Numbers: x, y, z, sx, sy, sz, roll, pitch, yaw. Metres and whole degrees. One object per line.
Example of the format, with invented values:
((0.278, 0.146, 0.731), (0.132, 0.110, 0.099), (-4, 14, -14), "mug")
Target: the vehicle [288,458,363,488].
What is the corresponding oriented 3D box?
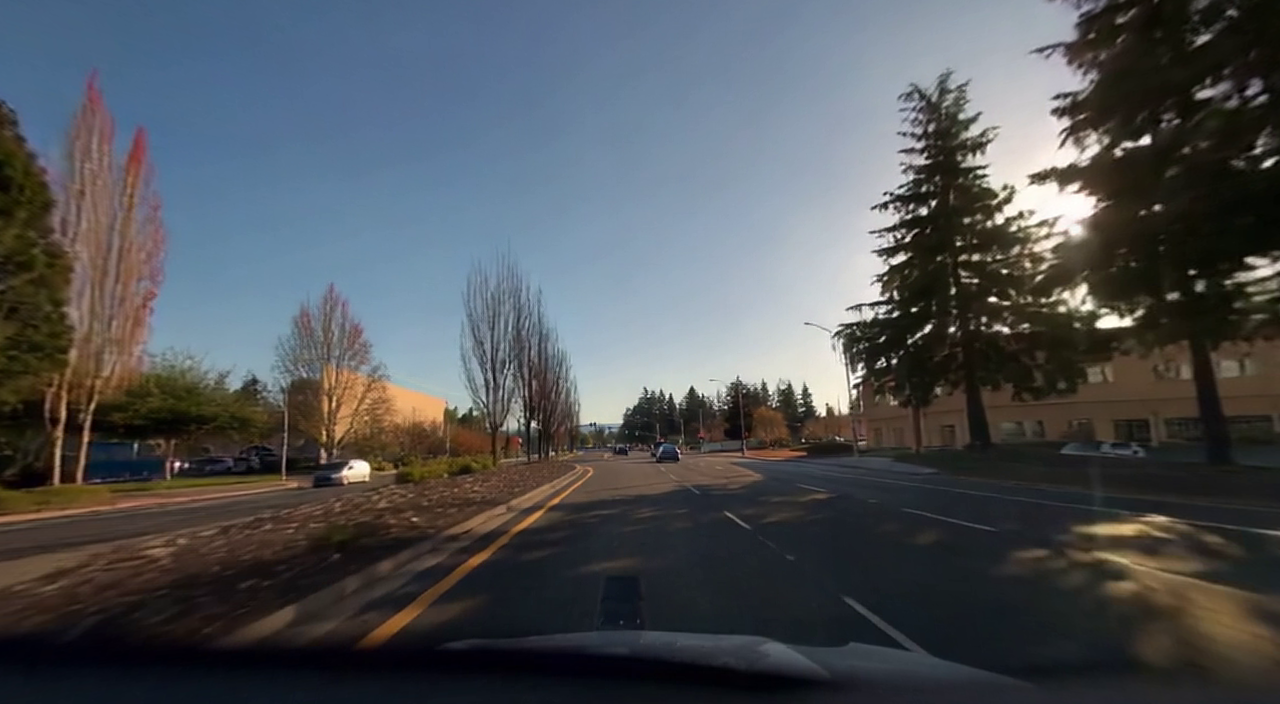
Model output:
((-18.167, 7.001, 36.765), (1.914, 1.524, 4.768), (0, -9, -1), "vehicle")
